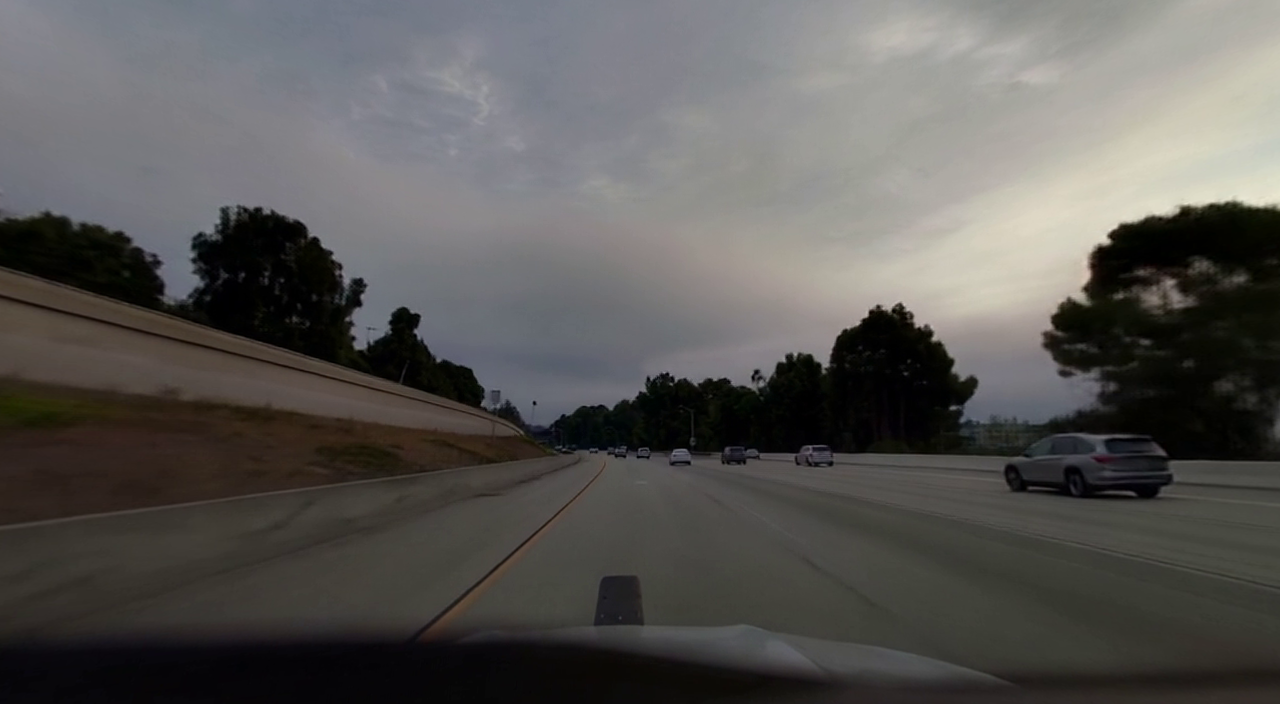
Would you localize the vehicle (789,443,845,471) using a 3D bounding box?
[{"bbox_3d":[10.654,6.333,38.256,1.987,1.546,4.271,0,-8,-3],"label":"vehicle"}]

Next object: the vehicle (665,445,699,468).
[{"bbox_3d":[2.851,7.218,43.514,1.934,1.491,3.982,0,-8,-3],"label":"vehicle"}]

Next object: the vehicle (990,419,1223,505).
[{"bbox_3d":[10.881,2.594,15.252,2.077,1.763,4.472,0,-8,-2],"label":"vehicle"}]

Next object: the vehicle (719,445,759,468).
[{"bbox_3d":[6.909,7.321,44.332,1.904,1.488,4.299,0,-8,-3],"label":"vehicle"}]
